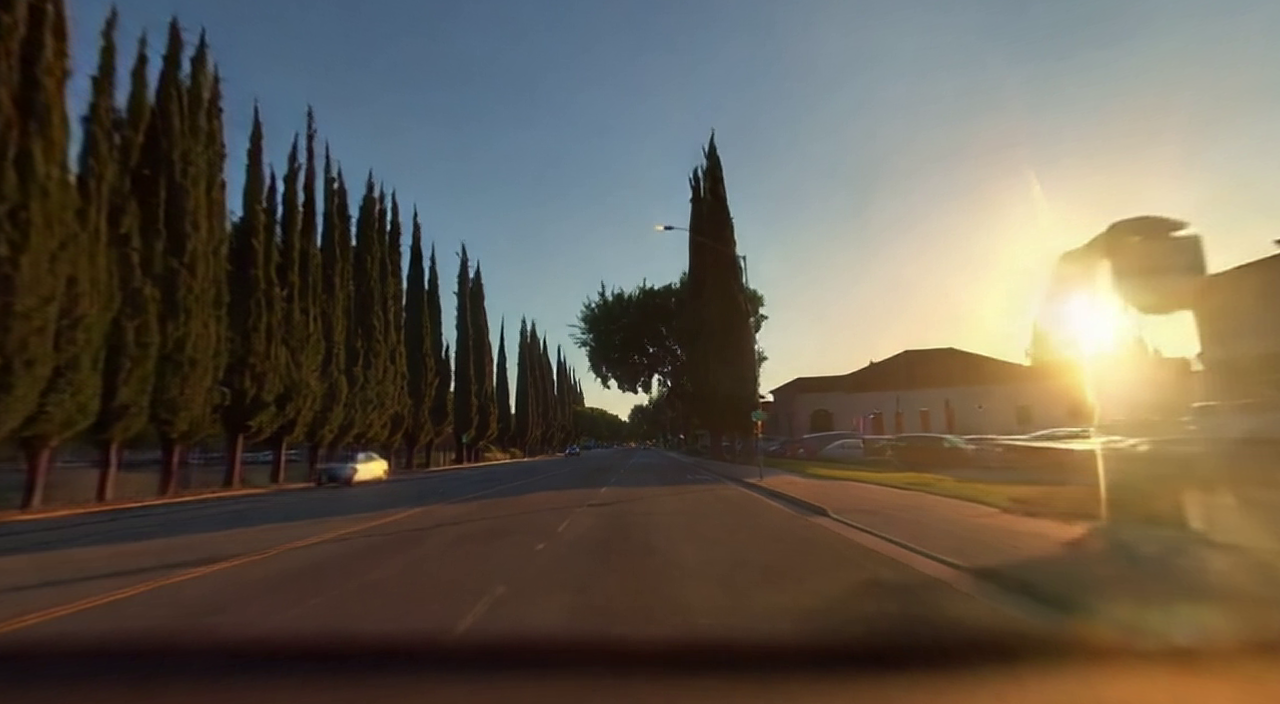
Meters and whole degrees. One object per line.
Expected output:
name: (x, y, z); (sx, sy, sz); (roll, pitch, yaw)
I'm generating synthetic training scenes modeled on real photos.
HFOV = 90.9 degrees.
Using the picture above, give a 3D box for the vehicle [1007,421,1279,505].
vehicle: (11.029, 2.463, 14.105); (4.361, 1.462, 1.857); (-4, -9, 1)

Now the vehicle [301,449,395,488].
vehicle: (-13.657, 5.443, 29.846); (2.044, 1.514, 4.704); (-4, -9, 3)
